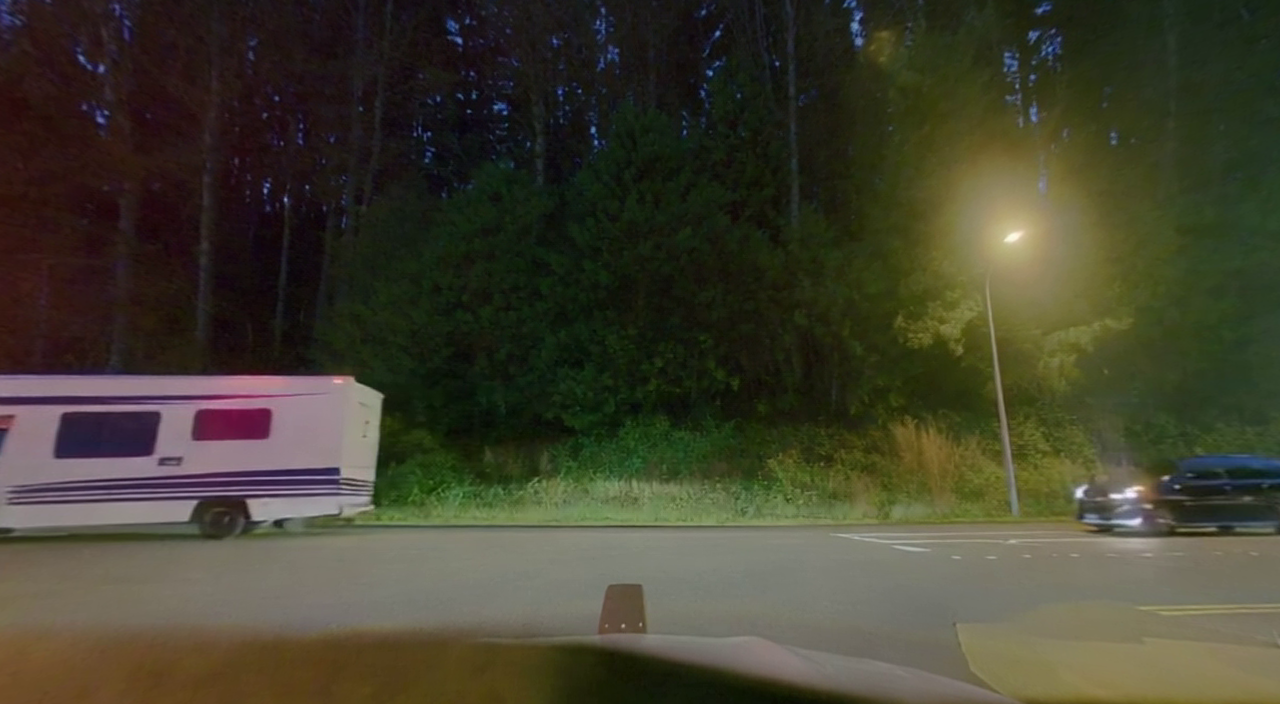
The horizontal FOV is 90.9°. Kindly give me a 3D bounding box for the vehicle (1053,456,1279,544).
[{"bbox_3d":[10.749,2.791,12.200,4.092,1.486,1.973,0,-9,-2],"label":"vehicle"}]

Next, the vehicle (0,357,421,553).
[{"bbox_3d":[-8.743,1.886,11.834,8.152,3.185,2.776,0,-9,-3],"label":"vehicle"}]
